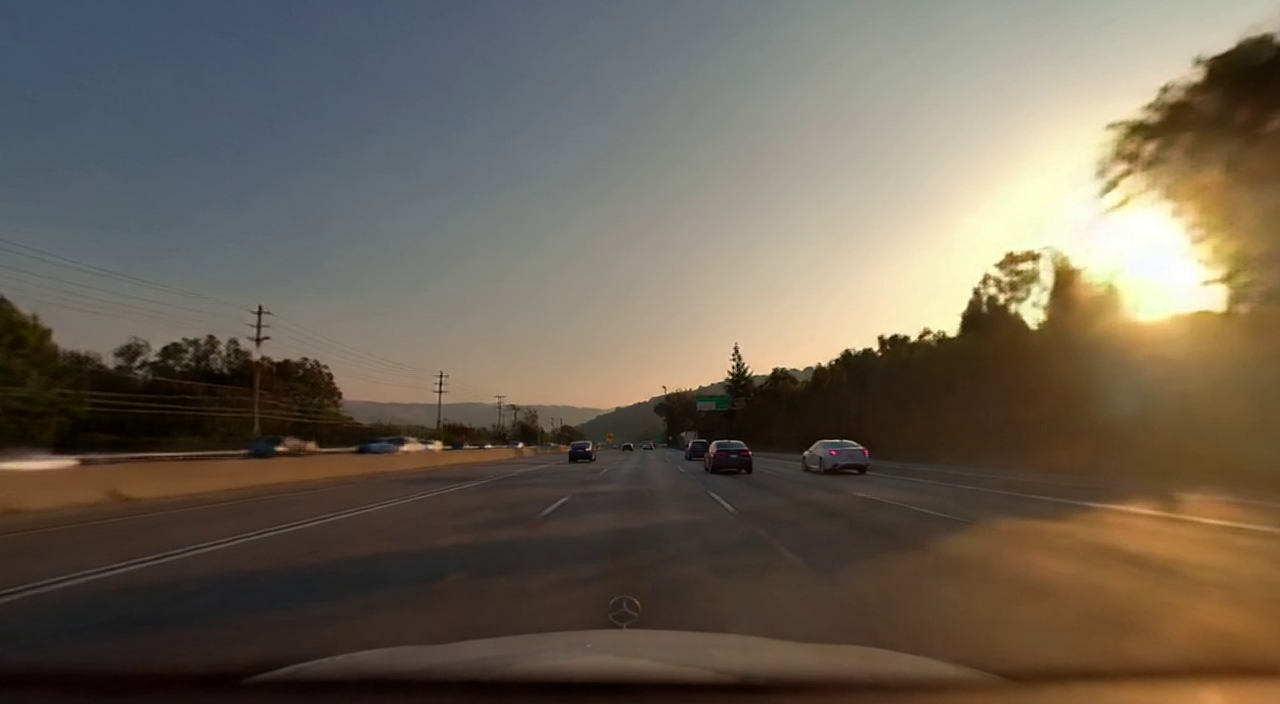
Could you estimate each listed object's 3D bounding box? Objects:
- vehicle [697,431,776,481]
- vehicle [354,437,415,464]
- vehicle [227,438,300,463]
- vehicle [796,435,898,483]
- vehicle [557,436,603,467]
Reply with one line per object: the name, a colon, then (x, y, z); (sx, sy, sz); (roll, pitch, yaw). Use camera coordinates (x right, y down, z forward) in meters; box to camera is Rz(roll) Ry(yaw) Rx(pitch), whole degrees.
vehicle: (3.415, 3.789, 23.234); (2.146, 1.639, 4.475); (0, -8, 0)
vehicle: (-15.521, 5.974, 38.540); (1.924, 1.521, 4.357); (0, -8, 0)
vehicle: (-25.150, 6.572, 42.329); (1.927, 1.592, 4.547); (0, -8, 2)
vehicle: (7.296, 3.798, 22.822); (1.988, 1.518, 4.856); (0, -8, 0)
vehicle: (-3.354, 5.711, 36.343); (2.106, 1.682, 4.395); (0, -8, 2)
